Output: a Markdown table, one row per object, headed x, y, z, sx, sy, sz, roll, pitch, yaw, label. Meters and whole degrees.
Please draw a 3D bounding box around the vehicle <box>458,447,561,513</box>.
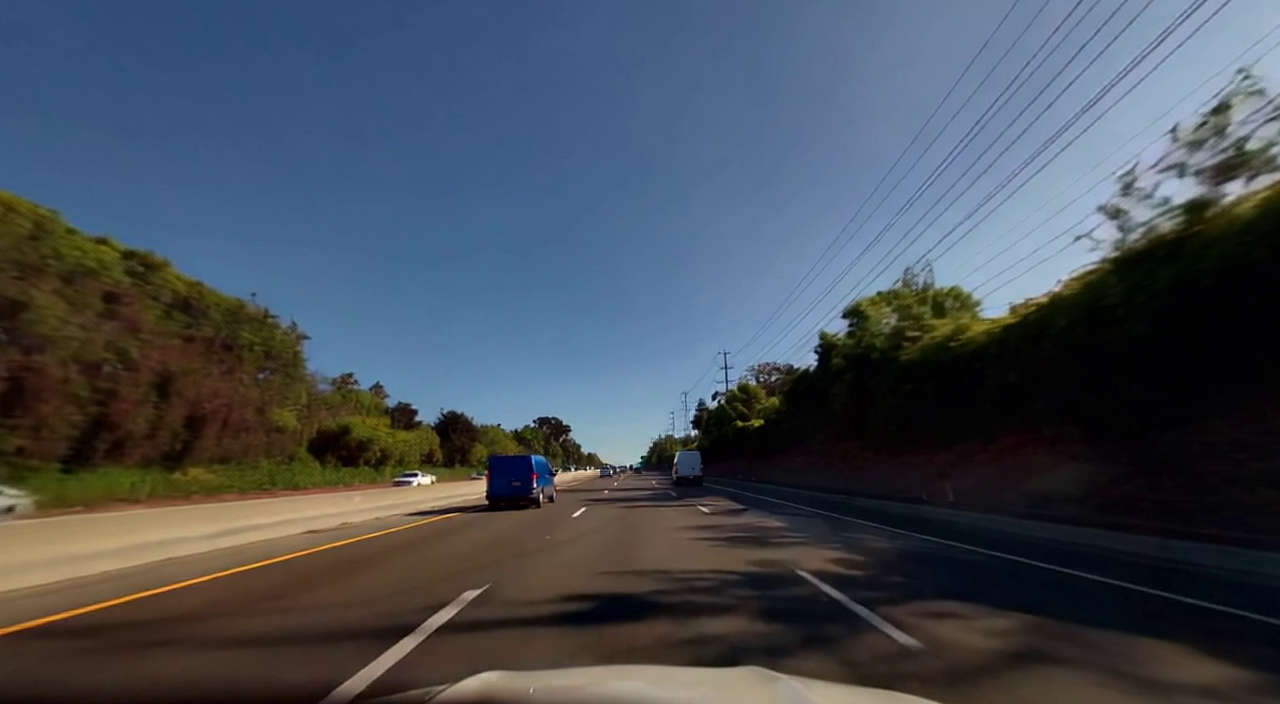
| x | y | z | sx | sy | sz | roll | pitch | yaw | label |
| --- | --- | --- | --- | --- | --- | --- | --- | --- | --- |
| -3.845 | 3.928 | 19.580 | 2.153 | 1.756 | 4.730 | 1 | -10 | 0 | vehicle |
